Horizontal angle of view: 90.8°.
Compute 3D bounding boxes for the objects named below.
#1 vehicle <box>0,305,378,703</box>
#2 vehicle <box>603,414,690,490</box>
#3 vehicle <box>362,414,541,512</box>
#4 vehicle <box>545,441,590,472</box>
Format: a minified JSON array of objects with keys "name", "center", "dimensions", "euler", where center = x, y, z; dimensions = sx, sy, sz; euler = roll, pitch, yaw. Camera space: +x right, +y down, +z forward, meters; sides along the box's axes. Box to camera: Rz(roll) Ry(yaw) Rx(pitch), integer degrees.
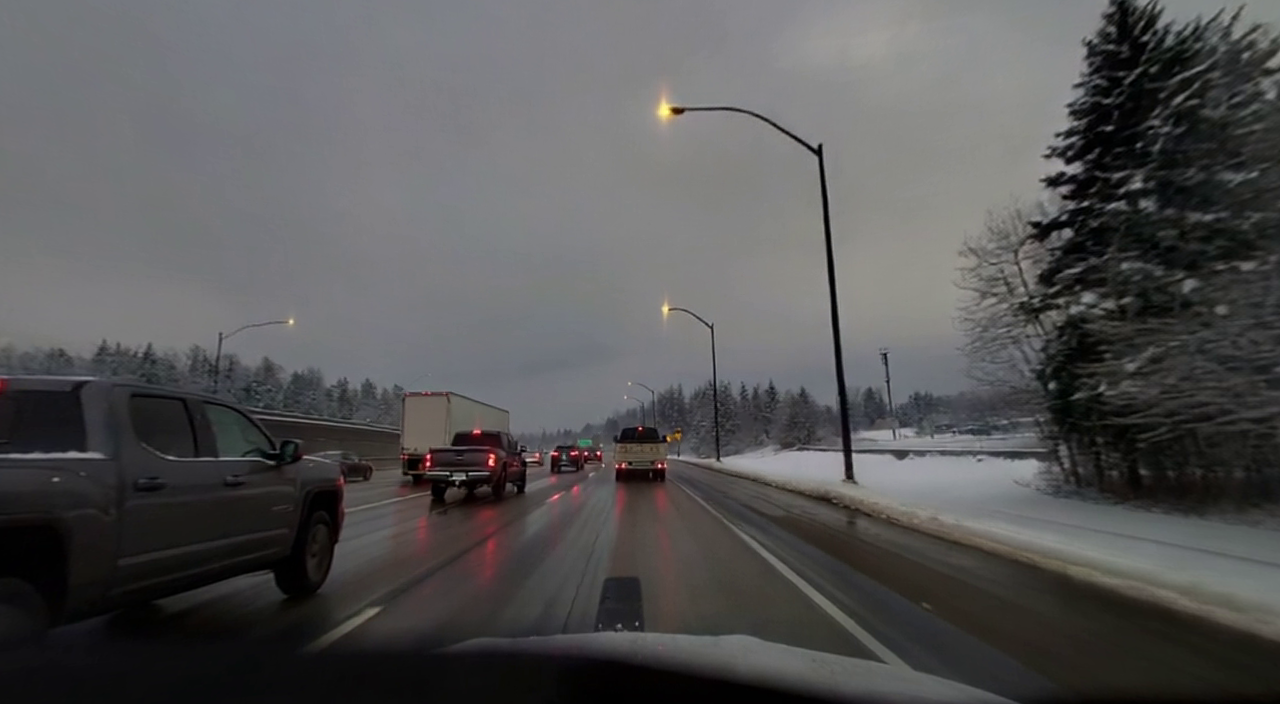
[{"name":"vehicle","center":[-3.548,0.866,3.080],"dimensions":[2.303,1.835,5.044],"euler":[0,-9,1]},{"name":"vehicle","center":[0.098,3.904,24.816],"dimensions":[2.886,2.471,7.692],"euler":[0,-9,-2]},{"name":"vehicle","center":[-4.251,2.684,15.676],"dimensions":[2.575,1.958,5.730],"euler":[-1,-9,1]},{"name":"vehicle","center":[-4.687,6.862,41.576],"dimensions":[2.329,1.859,4.823],"euler":[0,-9,0]}]
